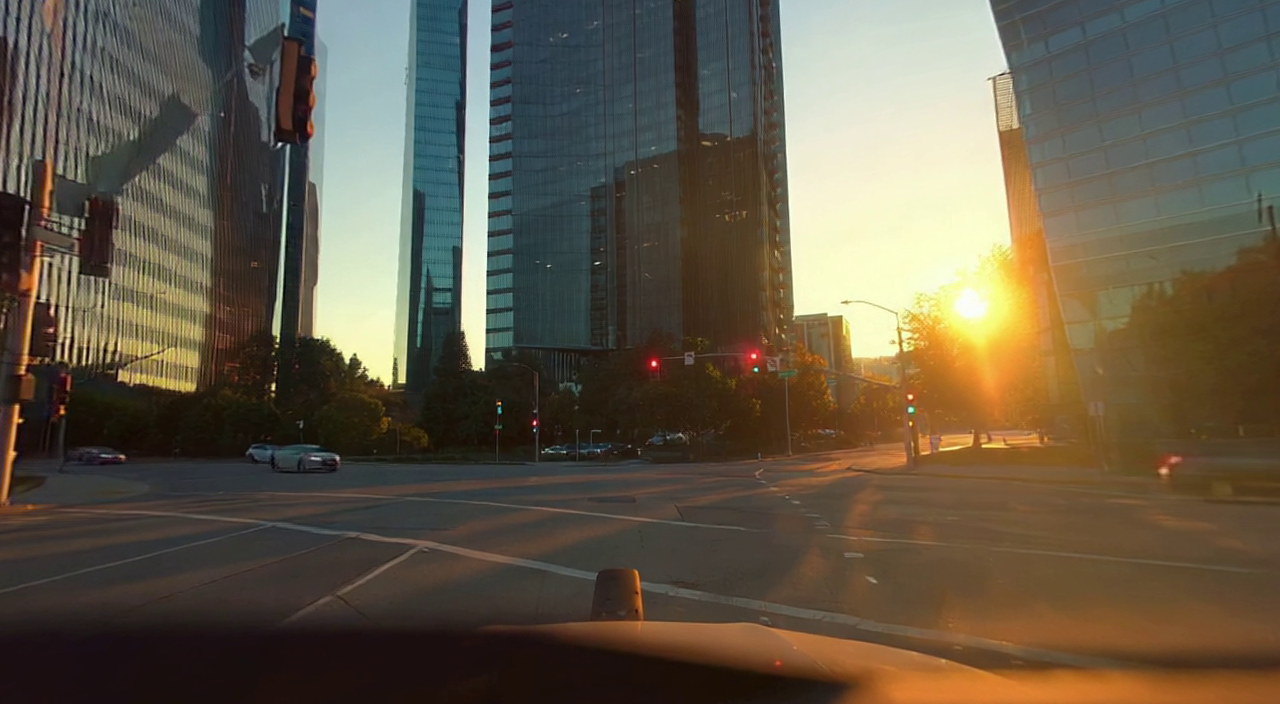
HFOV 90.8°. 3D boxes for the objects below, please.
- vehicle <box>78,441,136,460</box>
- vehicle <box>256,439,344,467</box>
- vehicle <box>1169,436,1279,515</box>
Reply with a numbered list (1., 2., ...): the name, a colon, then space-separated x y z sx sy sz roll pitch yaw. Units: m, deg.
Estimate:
1. vehicle: -42.229 7.785 49.992 4.380 1.455 1.869 -5 -10 28
2. vehicle: -20.207 5.961 37.456 5.408 1.505 2.091 -6 -10 32
3. vehicle: 13.320 2.427 12.548 4.110 1.511 1.883 -7 -11 37
